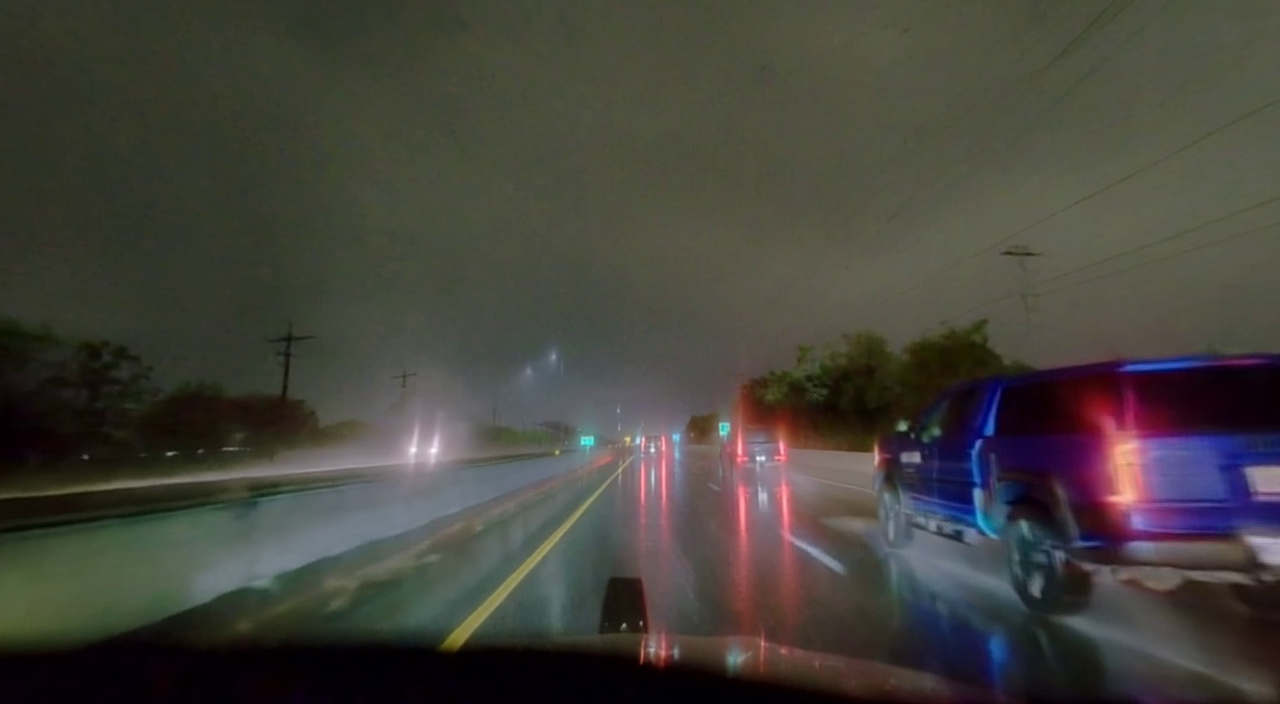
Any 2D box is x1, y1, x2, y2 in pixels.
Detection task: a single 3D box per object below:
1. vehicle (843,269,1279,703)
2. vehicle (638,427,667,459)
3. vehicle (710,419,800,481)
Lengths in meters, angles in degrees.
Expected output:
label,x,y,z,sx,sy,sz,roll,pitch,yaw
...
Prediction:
label,x,y,z,sx,sy,sz,roll,pitch,yaw
vehicle,3.557,1.013,5.086,2.145,2.069,5.057,-1,-8,0
vehicle,0.914,7.040,48.742,2.099,2.260,4.899,-1,-8,0
vehicle,4.375,3.861,25.122,2.594,2.155,5.670,-1,-8,1
